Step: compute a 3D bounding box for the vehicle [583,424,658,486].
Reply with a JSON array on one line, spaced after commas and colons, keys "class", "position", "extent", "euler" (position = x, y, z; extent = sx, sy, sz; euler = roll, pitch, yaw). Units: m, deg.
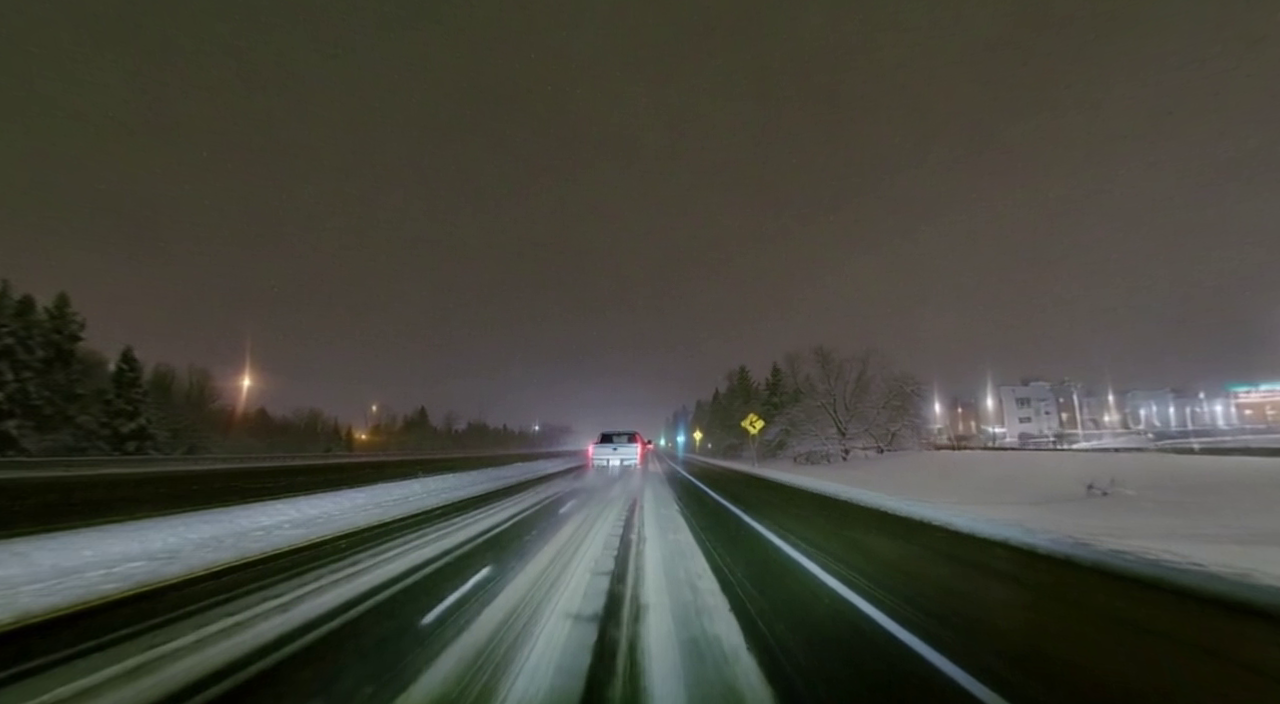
[{"class": "vehicle", "position": [-0.555, 3.710, 23.009], "extent": [2.350, 1.932, 5.562], "euler": [-1, -8, 2]}]
